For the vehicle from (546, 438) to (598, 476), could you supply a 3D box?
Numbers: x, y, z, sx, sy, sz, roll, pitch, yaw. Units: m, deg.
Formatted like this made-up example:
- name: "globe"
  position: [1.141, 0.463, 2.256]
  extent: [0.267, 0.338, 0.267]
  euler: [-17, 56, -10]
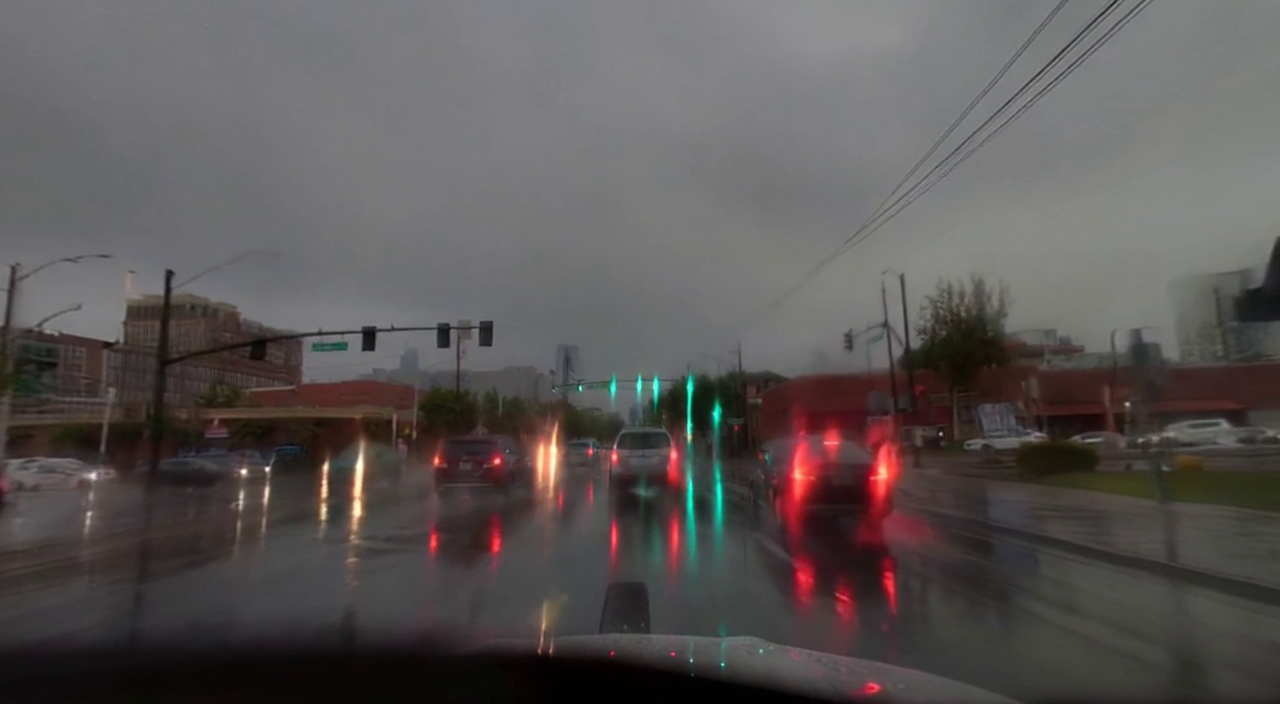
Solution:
- name: "vehicle"
  position: [-3.070, 4.842, 29.278]
  extent: [1.894, 1.642, 3.861]
  euler: [0, -8, 2]

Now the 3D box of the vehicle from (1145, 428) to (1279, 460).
- name: "vehicle"
  position: [29.089, 4.701, 32.141]
  extent: [4.736, 1.526, 1.878]
  euler: [-2, -9, 12]

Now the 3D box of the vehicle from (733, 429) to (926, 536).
- name: "vehicle"
  position: [2.989, 2.160, 11.093]
  extent: [2.030, 1.492, 4.383]
  euler: [0, -8, 0]

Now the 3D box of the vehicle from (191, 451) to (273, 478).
- name: "vehicle"
  position: [-27.495, 7.569, 42.518]
  extent: [4.221, 1.703, 1.930]
  euler: [-1, -8, 5]

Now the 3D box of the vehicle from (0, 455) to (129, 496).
- name: "vehicle"
  position: [-29.891, 6.150, 31.754]
  extent: [2.021, 1.802, 5.987]
  euler: [-5, -10, 30]

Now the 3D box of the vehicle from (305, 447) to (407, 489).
- name: "vehicle"
  position: [-11.279, 4.606, 25.432]
  extent: [1.900, 1.494, 4.489]
  euler: [0, -8, 2]

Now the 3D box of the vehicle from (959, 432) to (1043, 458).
- name: "vehicle"
  position: [23.326, 6.013, 40.817]
  extent: [4.236, 1.617, 1.832]
  euler: [-1, -9, 10]

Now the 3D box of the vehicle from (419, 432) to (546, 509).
- name: "vehicle"
  position: [-3.638, 2.811, 15.393]
  extent: [1.886, 1.599, 4.247]
  euler: [0, -8, 2]

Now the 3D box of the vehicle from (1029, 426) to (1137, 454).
- name: "vehicle"
  position: [29.986, 6.019, 42.811]
  extent: [5.516, 1.780, 2.064]
  euler: [-2, -9, 9]

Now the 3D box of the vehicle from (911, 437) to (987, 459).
- name: "vehicle"
  position: [21.579, 6.738, 44.148]
  extent: [4.315, 1.461, 1.803]
  euler: [-1, -9, 7]

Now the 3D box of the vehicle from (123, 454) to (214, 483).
- name: "vehicle"
  position: [-29.544, 7.276, 39.574]
  extent: [4.337, 1.690, 1.875]
  euler: [-2, -8, 5]

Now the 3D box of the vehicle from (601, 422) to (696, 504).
- name: "vehicle"
  position: [0.226, 2.731, 15.894]
  extent: [2.075, 1.770, 4.018]
  euler: [0, -8, 1]
